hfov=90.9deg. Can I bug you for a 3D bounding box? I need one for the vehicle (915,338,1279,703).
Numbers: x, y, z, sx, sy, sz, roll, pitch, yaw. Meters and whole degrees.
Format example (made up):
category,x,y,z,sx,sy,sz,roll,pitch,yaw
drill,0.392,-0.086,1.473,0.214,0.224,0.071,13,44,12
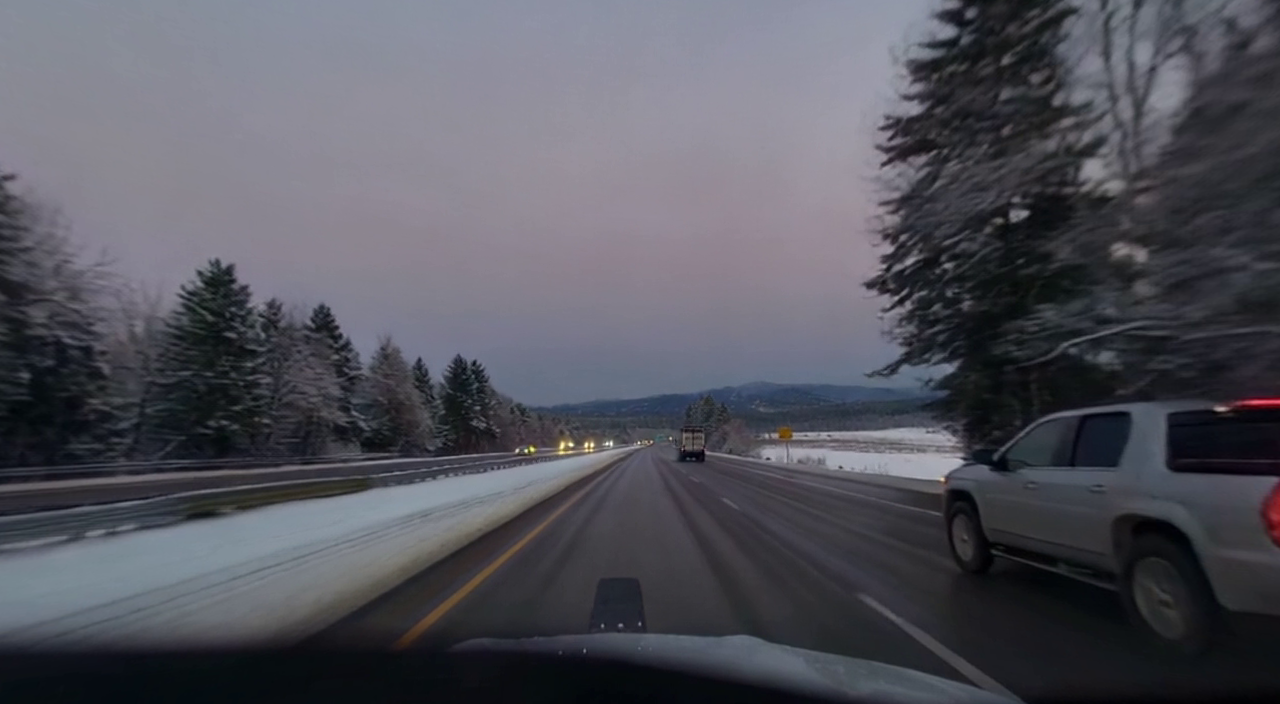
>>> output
category,x,y,z,sx,sy,sz,roll,pitch,yaw
vehicle,3.995,0.984,3.899,2.070,1.799,5.584,0,-8,0
